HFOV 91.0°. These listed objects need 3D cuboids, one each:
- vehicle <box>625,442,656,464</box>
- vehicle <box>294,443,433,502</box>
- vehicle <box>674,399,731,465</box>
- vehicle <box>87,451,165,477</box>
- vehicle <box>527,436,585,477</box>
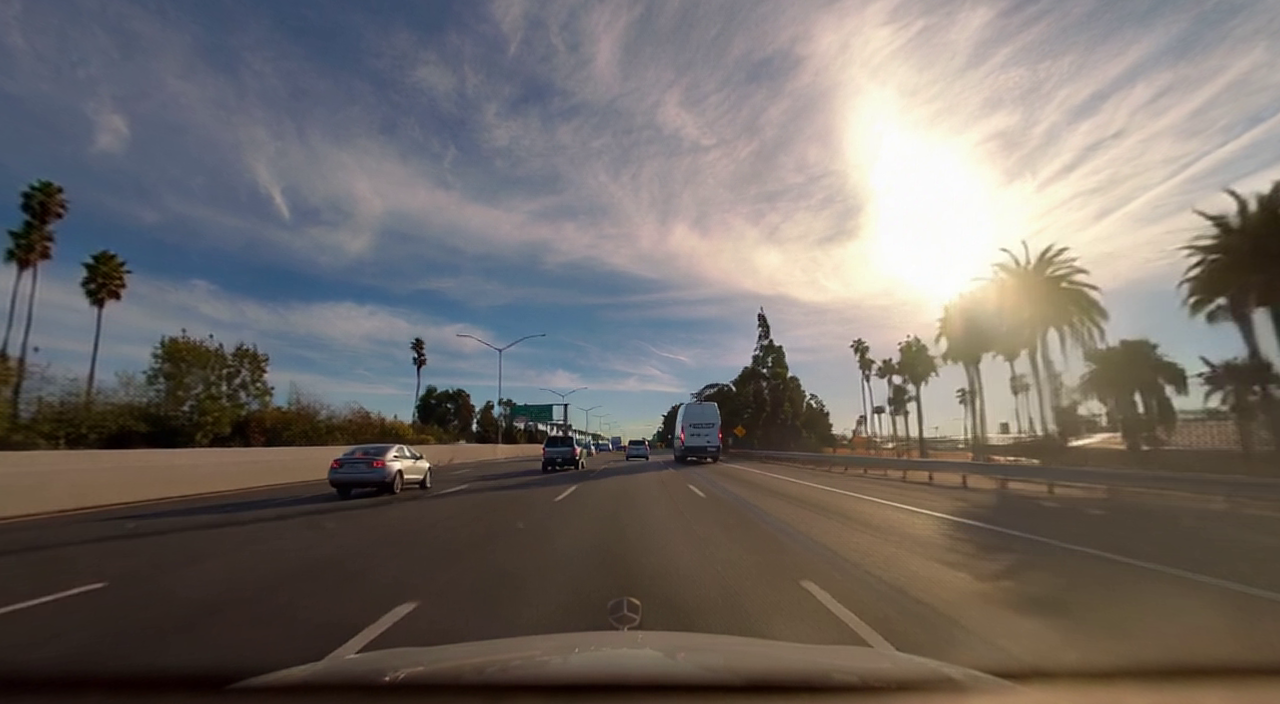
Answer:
[{"bbox_3d":[0.035,7.263,45.517,2.085,1.507,4.096,0,-9,0],"label":"vehicle"},{"bbox_3d":[-7.800,3.410,18.335,2.050,1.487,4.372,0,-9,0],"label":"vehicle"},{"bbox_3d":[4.041,5.505,42.553,3.086,3.984,8.371,0,-9,1],"label":"vehicle"},{"bbox_3d":[-31.954,6.960,39.264,1.675,1.470,3.669,0,-9,1],"label":"vehicle"},{"bbox_3d":[-3.666,4.656,28.170,2.017,1.683,4.094,0,-9,0],"label":"vehicle"}]
